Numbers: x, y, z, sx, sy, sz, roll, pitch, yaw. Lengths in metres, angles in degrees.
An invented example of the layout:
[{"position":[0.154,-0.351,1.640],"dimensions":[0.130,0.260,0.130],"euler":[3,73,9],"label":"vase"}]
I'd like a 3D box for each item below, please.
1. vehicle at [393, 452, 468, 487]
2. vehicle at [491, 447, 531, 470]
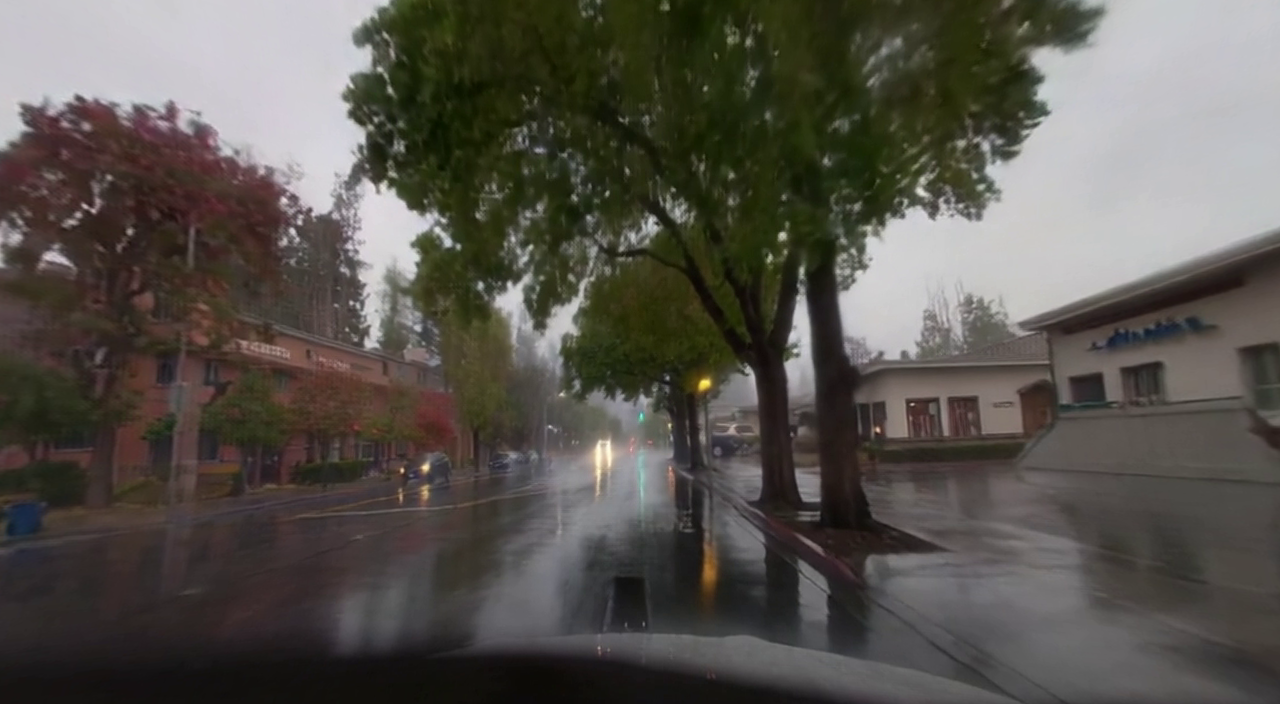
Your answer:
[{"position":[-9.881,5.558,30.176],"dimensions":[1.892,1.484,4.576],"euler":[0,-8,2],"label":"vehicle"},{"position":[-10.074,8.313,49.469],"dimensions":[1.995,1.657,4.609],"euler":[-1,-8,3],"label":"vehicle"}]
